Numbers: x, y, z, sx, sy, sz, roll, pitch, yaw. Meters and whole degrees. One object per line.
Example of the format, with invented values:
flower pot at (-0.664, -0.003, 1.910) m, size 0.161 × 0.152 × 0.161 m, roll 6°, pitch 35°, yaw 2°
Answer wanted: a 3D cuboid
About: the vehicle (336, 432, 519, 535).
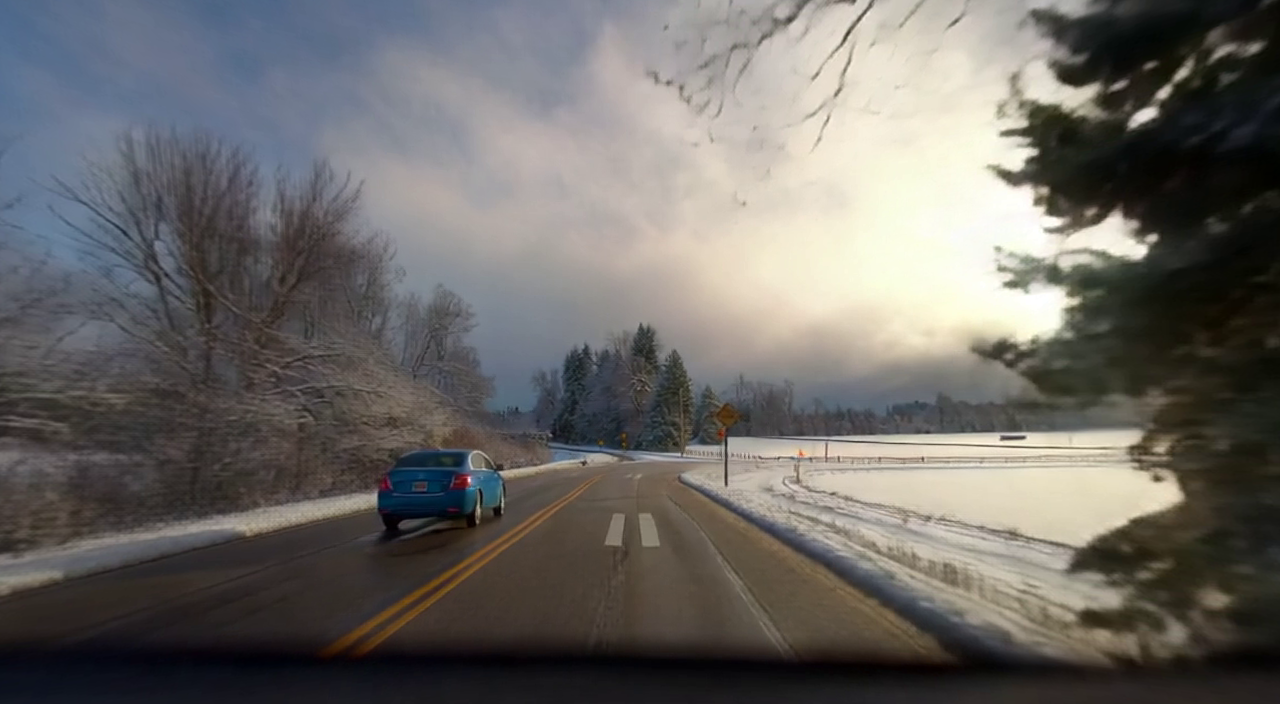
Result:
vehicle at (-3.747, 2.402, 12.014) m, size 2.078 × 1.607 × 3.959 m, roll 0°, pitch -9°, yaw 0°
